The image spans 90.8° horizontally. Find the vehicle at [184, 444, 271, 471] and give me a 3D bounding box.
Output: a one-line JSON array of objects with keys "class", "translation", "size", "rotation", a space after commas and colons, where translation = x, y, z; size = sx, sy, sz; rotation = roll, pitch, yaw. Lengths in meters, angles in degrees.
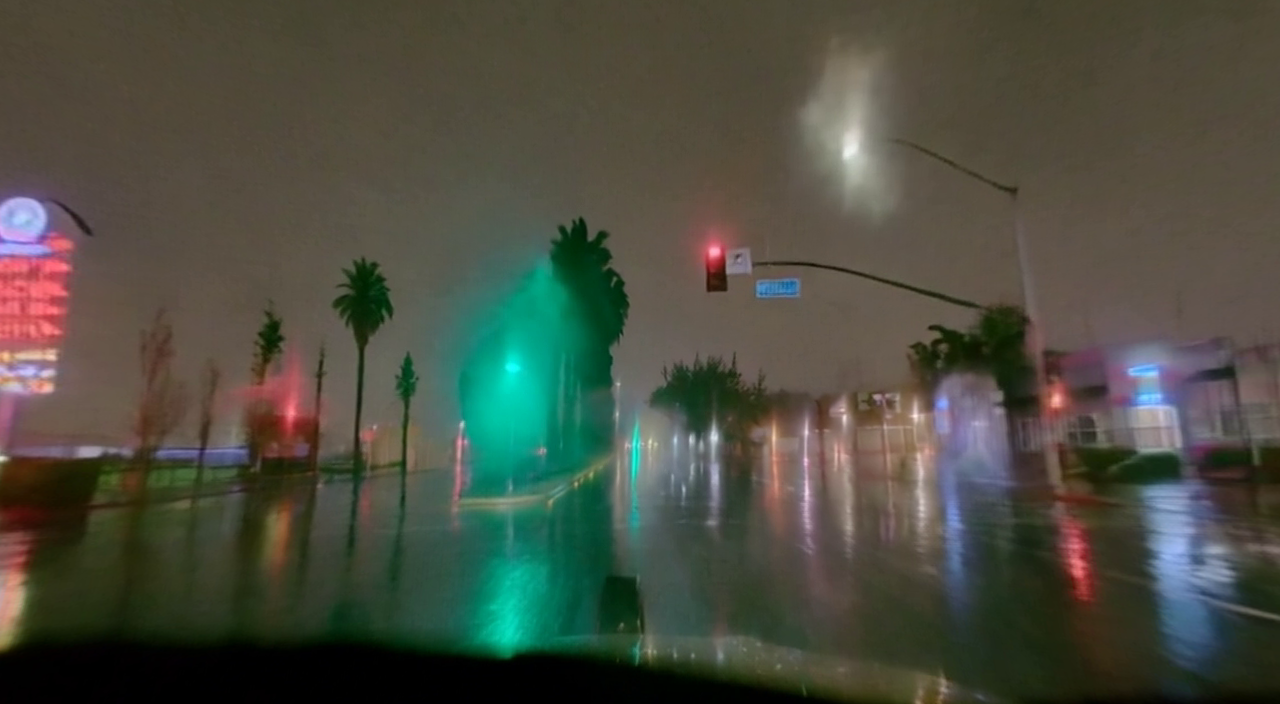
[{"class": "vehicle", "translation": [-32.011, 8.174, 49.079], "size": [5.196, 1.936, 2.247], "rotation": [-1, -9, 3]}]
